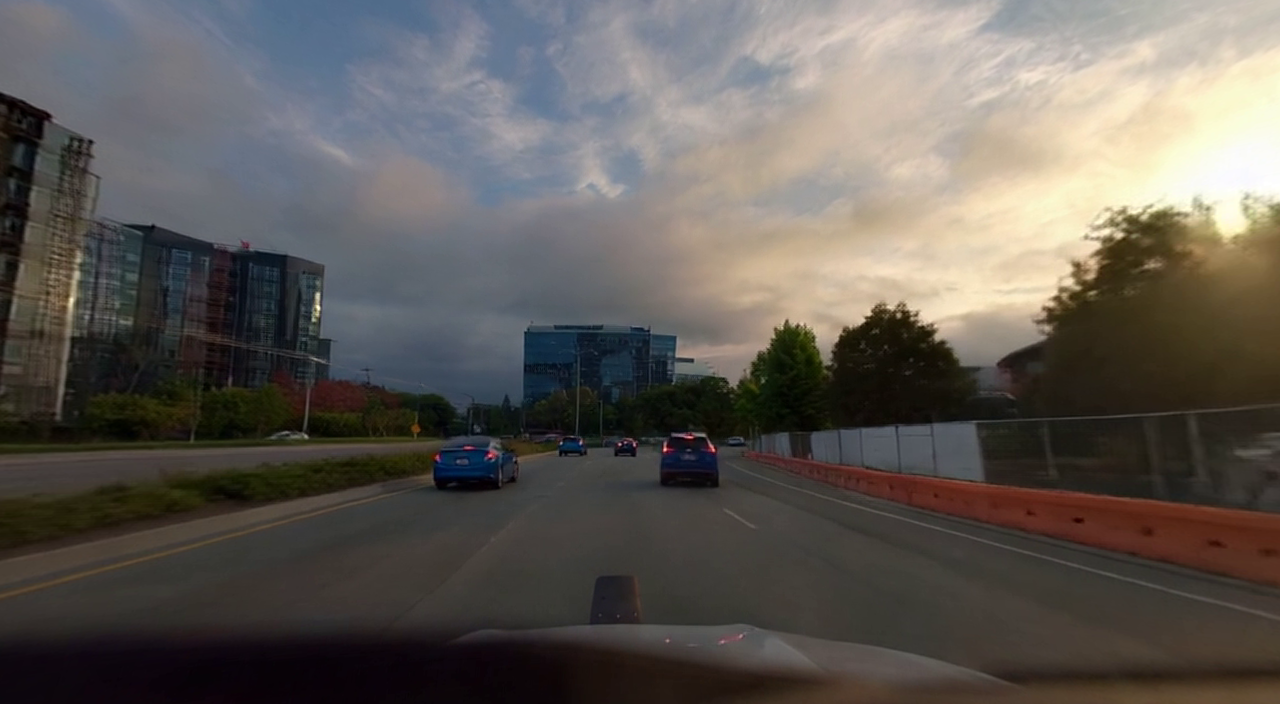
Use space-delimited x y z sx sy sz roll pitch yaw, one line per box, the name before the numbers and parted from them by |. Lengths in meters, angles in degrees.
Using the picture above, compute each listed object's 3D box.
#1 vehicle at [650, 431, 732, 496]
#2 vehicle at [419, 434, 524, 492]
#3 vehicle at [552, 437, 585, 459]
vehicle | 1.344 2.860 16.631 1.913 1.499 3.581 -1 -8 5
vehicle | -4.537 3.018 17.594 1.848 1.406 4.013 0 -8 0
vehicle | -5.092 6.872 45.196 1.888 1.486 4.310 0 -8 0
